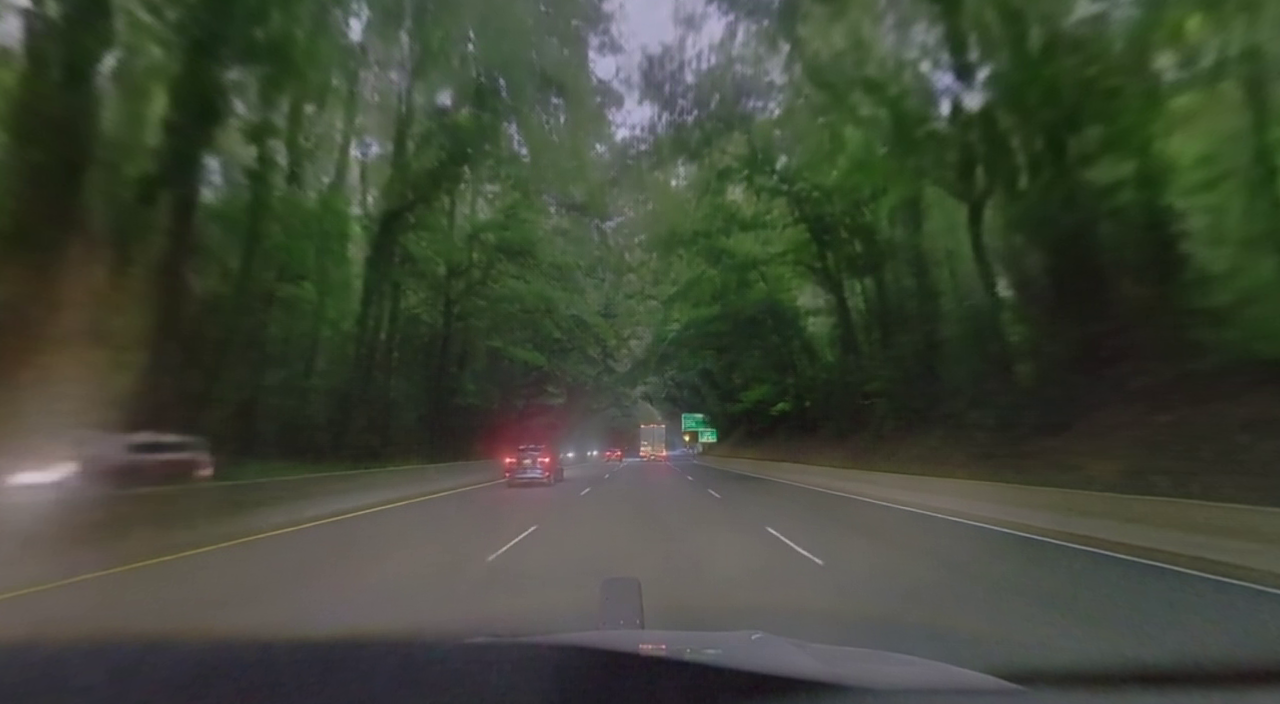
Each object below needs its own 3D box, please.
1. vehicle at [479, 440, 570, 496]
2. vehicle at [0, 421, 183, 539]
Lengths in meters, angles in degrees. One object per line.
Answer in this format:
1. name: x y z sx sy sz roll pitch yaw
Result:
1. vehicle: -3.582 3.711 20.461 2.057 1.618 4.212 0 -9 1
2. vehicle: -12.367 2.562 12.992 2.021 2.068 5.034 0 -9 0
